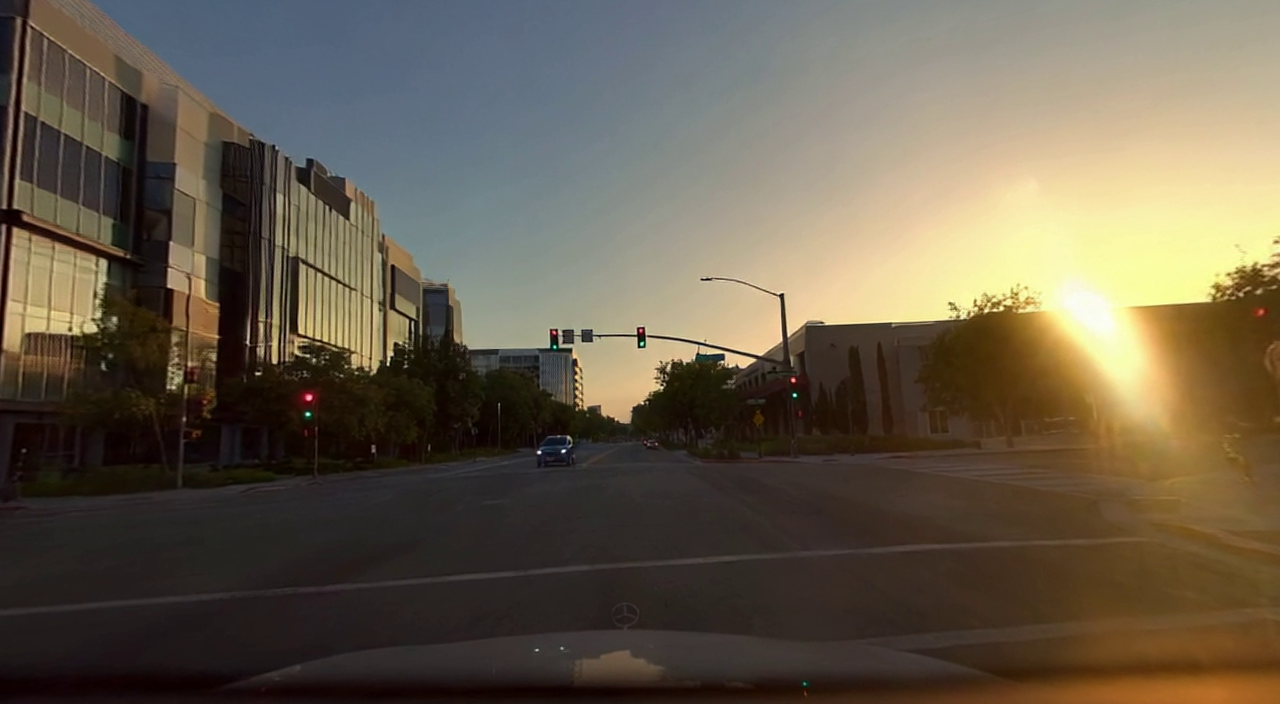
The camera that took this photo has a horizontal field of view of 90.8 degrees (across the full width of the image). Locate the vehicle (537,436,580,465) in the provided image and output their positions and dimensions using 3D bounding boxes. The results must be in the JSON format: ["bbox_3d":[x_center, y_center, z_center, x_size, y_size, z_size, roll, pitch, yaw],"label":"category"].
[{"bbox_3d":[-4.887,5.963,38.380,1.988,1.666,4.074,0,-9,0],"label":"vehicle"}]
